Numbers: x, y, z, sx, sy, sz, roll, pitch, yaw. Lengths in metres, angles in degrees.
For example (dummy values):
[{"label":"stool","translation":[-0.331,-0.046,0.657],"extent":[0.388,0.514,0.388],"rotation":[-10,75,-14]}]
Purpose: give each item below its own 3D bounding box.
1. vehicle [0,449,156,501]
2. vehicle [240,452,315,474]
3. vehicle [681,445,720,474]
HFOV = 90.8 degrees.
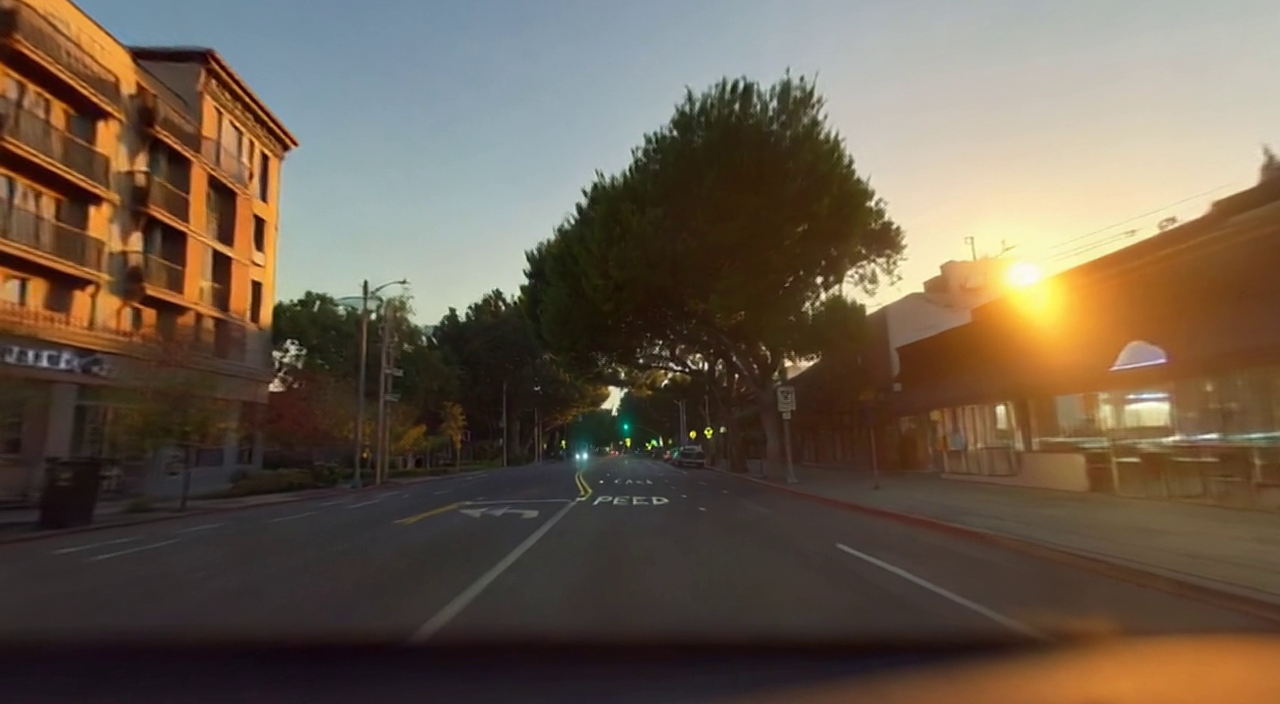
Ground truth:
[{"label":"vehicle","translation":[-20.055,4.312,22.585],"extent":[1.981,1.510,4.439],"rotation":[1,-7,0]},{"label":"vehicle","translation":[-26.209,8.058,45.834],"extent":[4.402,1.449,1.880],"rotation":[4,-8,-19]},{"label":"vehicle","translation":[3.847,6.906,40.941],"extent":[1.957,1.753,4.413],"rotation":[1,-8,-2]}]
